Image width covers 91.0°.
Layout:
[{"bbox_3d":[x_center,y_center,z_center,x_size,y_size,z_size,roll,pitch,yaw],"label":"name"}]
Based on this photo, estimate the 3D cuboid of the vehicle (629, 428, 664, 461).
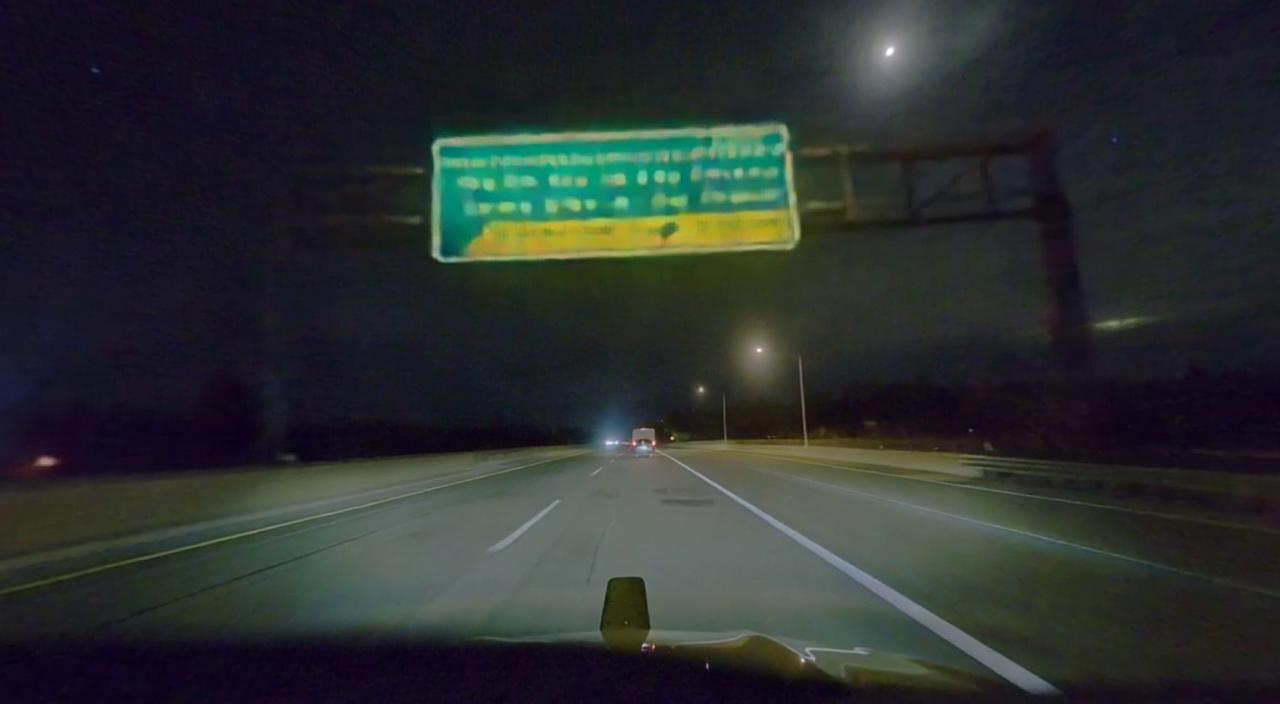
[{"bbox_3d":[0.434,6.513,44.299,2.277,2.109,4.922,0,-8,0],"label":"vehicle"}]
